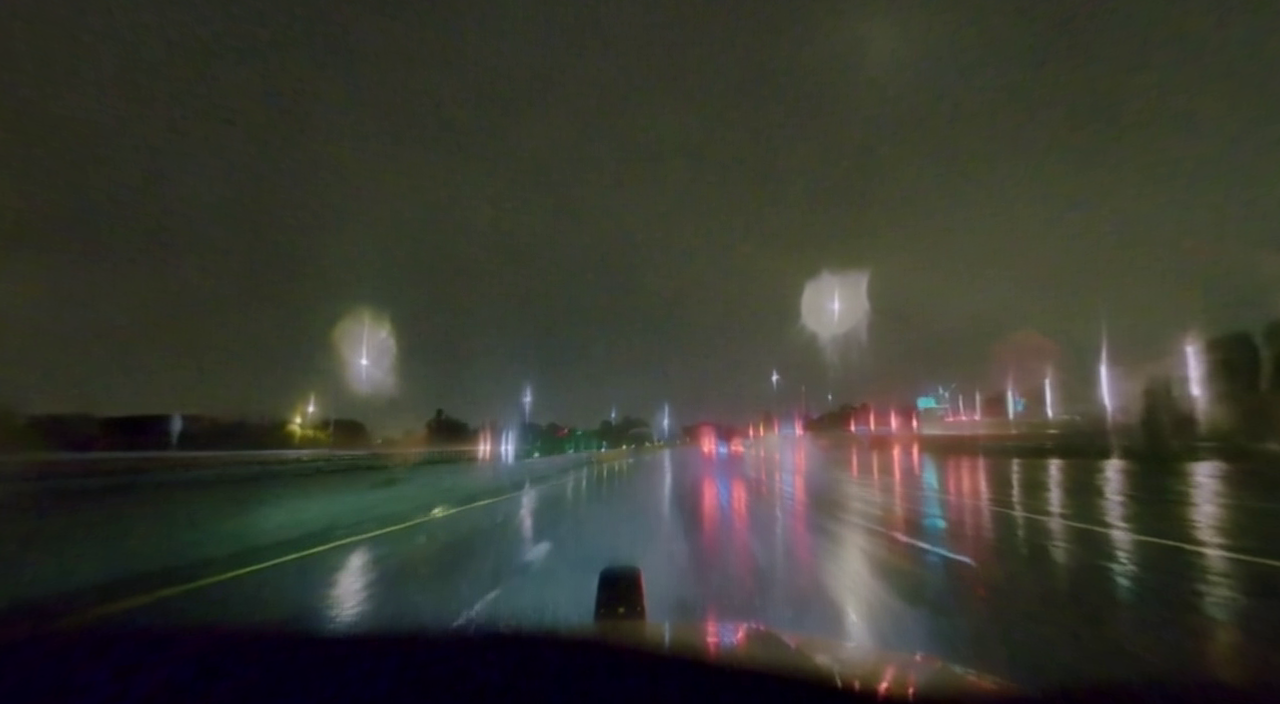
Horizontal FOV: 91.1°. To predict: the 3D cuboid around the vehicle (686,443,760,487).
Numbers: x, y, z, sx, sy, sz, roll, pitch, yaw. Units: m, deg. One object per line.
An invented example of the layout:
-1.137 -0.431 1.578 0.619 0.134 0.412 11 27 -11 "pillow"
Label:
2.852 3.992 22.640 2.124 1.405 4.398 0 -8 1 "vehicle"
